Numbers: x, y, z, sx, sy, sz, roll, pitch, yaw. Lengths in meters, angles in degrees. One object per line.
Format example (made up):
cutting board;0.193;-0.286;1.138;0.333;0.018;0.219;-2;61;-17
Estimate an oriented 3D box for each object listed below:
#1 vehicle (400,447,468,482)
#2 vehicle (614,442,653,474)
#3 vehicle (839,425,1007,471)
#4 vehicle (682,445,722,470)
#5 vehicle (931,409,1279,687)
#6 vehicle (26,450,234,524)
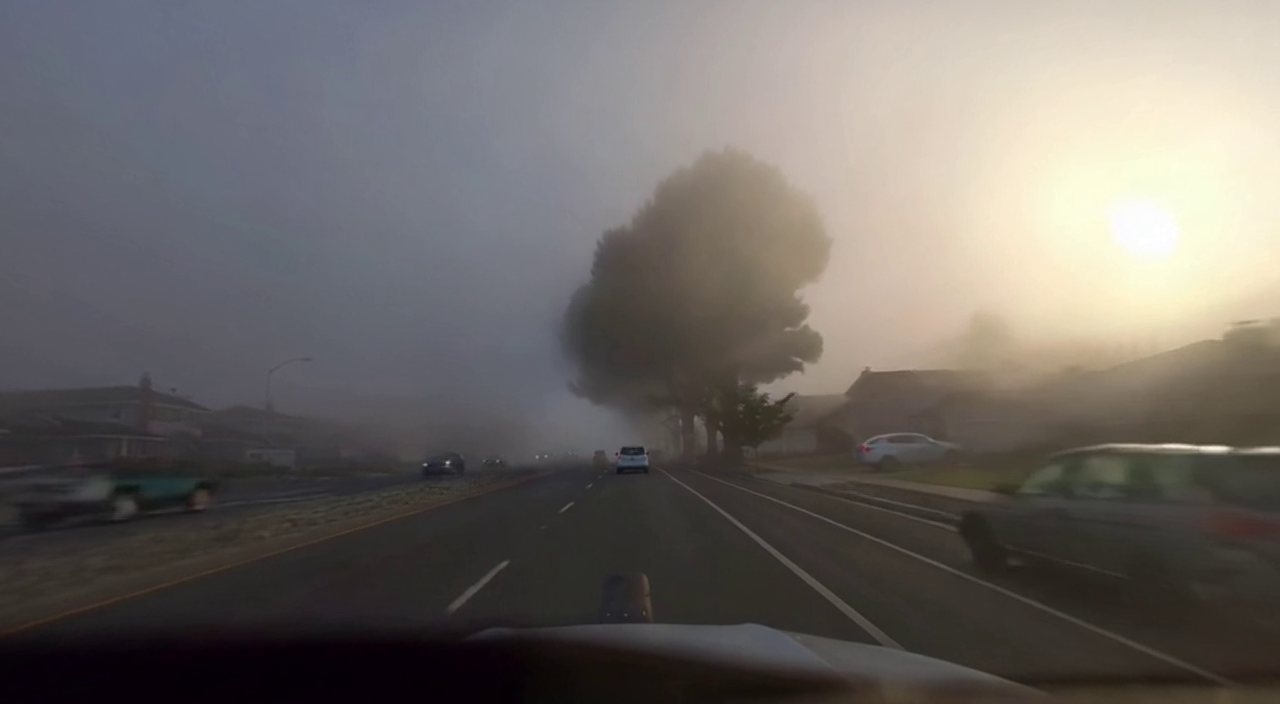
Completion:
vehicle;-11.438;6.237;35.353;2.232;1.651;4.777;-3;-8;-1
vehicle;-0.364;5.797;34.810;2.024;1.655;4.301;0;-8;-1
vehicle;11.607;3.993;26.227;5.876;1.828;2.268;0;-8;1
vehicle;3.937;6.811;40.881;2.045;1.517;4.394;0;-8;-2
vehicle;4.554;1.378;5.477;2.020;1.518;4.255;0;-8;0
vehicle;-14.724;3.858;18.714;2.034;1.810;4.976;-1;-8;-1
